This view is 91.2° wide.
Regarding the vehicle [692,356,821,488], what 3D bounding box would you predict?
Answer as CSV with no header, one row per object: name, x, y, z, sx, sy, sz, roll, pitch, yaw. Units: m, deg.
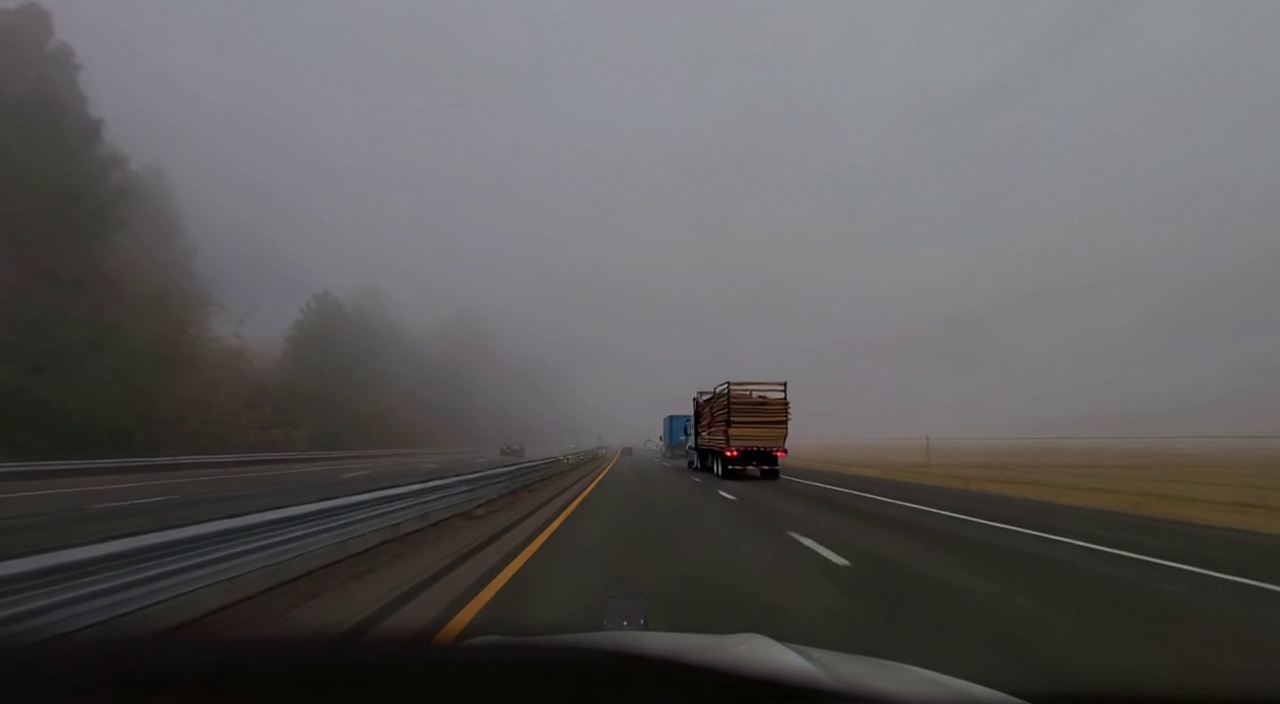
vehicle,4.175,3.107,26.363,3.024,4.065,13.796,-1,-8,1
